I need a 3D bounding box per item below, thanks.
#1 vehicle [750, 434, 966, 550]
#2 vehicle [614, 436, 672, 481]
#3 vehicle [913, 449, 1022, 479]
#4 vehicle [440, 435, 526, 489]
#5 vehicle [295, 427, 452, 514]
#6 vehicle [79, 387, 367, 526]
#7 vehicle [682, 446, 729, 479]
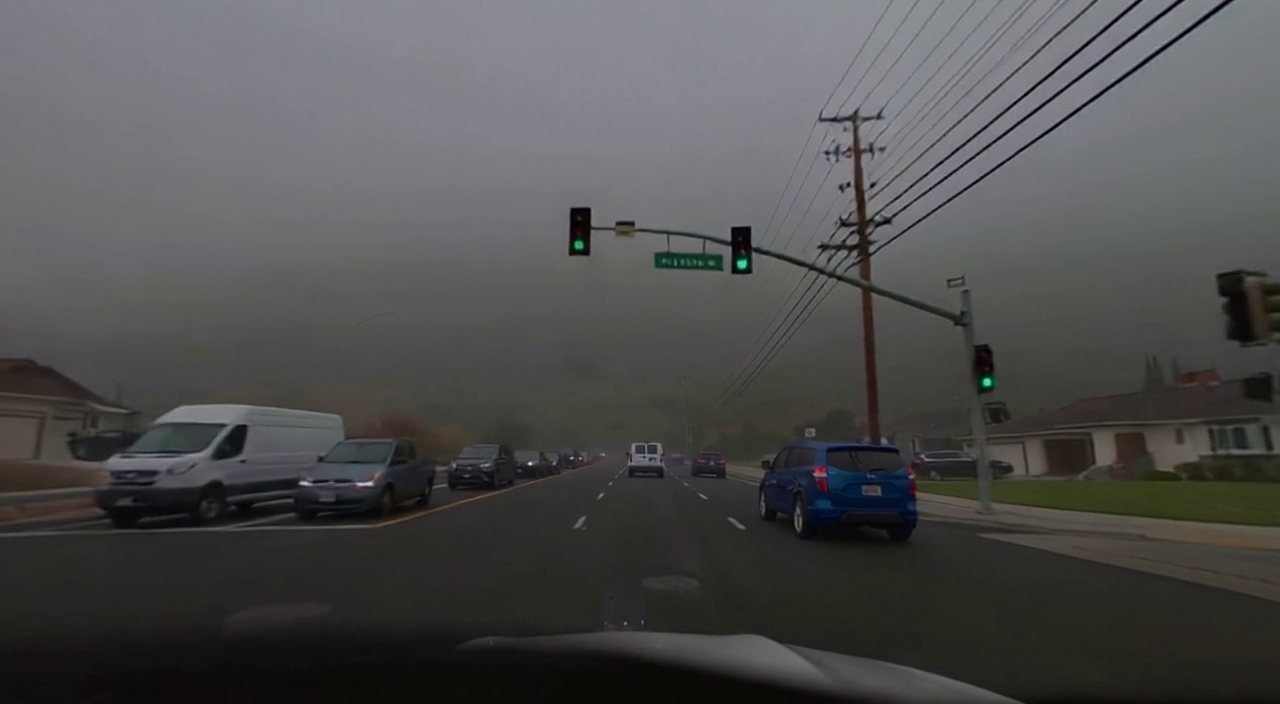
[{"bbox_3d":[3.587,2.393,11.583,2.155,1.658,4.721,1,-9,-2],"label":"vehicle"},{"bbox_3d":[0.113,5.241,31.319,2.636,2.011,5.130,0,-9,0],"label":"vehicle"},{"bbox_3d":[17.344,5.937,33.523,4.656,1.461,1.955,0,-8,0],"label":"vehicle"},{"bbox_3d":[-6.035,4.293,24.968,1.993,1.884,5.481,0,-9,0],"label":"vehicle"},{"bbox_3d":[-6.279,2.831,15.522,1.983,1.801,4.391,0,-9,-1],"label":"vehicle"},{"bbox_3d":[-9.552,2.506,15.568,2.725,2.710,6.304,0,-9,0],"label":"vehicle"},{"bbox_3d":[3.445,5.930,34.032,1.957,1.646,4.355,0,-9,-1],"label":"vehicle"}]
